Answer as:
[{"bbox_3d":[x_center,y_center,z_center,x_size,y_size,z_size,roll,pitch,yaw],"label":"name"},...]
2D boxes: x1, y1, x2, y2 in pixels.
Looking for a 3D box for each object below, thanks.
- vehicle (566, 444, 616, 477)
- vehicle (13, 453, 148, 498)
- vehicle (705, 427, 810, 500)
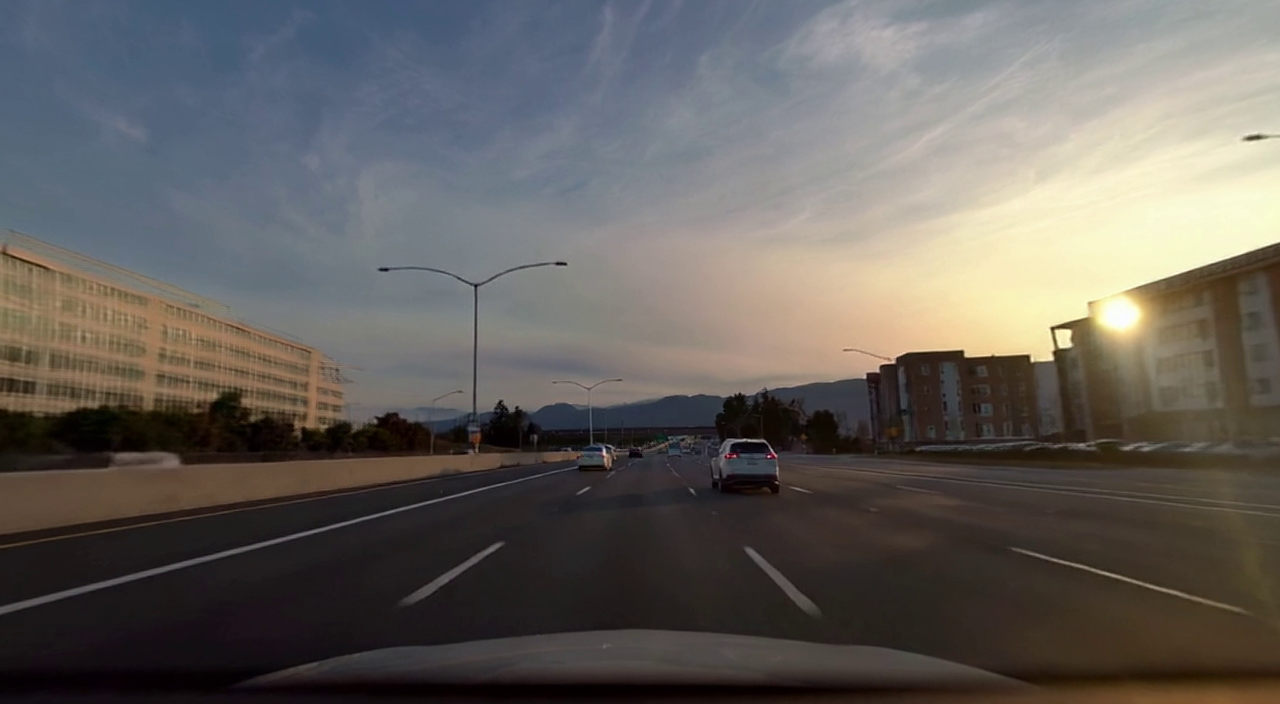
[{"bbox_3d":[-2.437,5.575,32.625,2.080,1.542,4.718,-1,-9,2],"label":"vehicle"},{"bbox_3d":[-18.665,4.095,21.209,1.462,1.353,3.281,0,-9,1],"label":"vehicle"},{"bbox_3d":[3.296,3.263,18.760,2.148,1.852,4.835,0,-9,0],"label":"vehicle"}]
